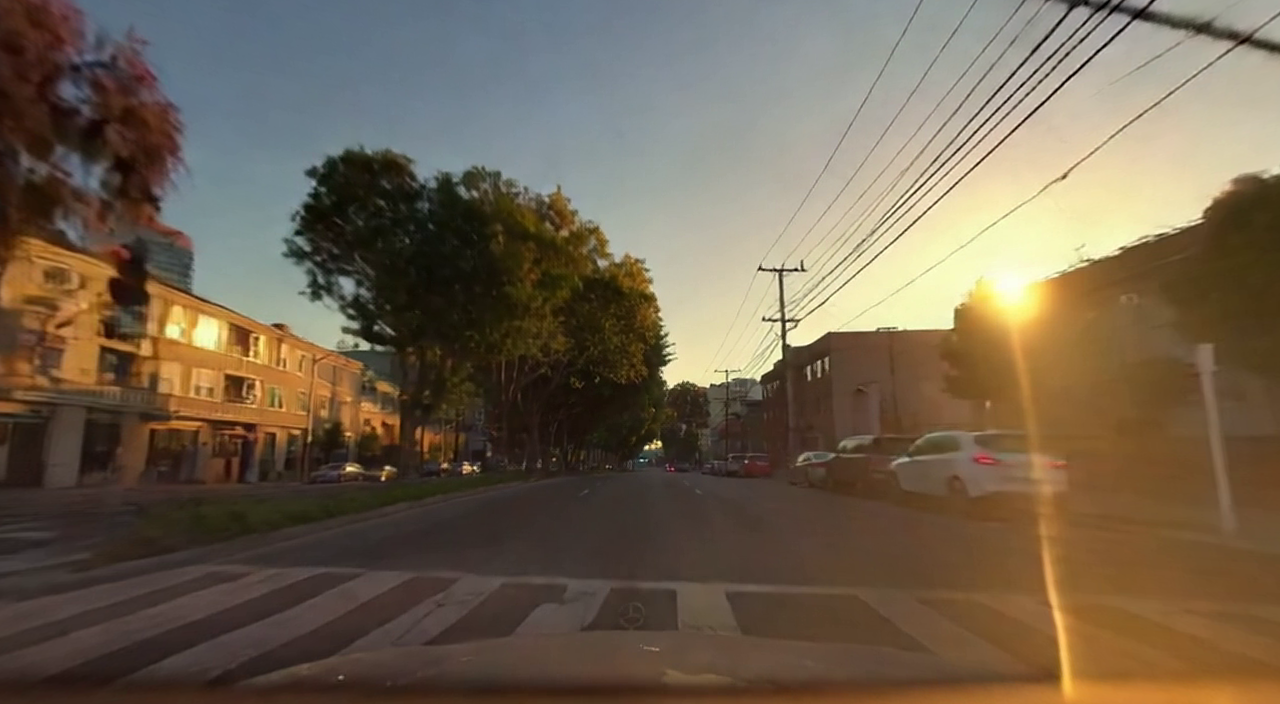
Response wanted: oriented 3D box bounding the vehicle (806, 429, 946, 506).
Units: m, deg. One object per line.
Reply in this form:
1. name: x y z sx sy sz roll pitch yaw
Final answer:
1. vehicle: 6.741 3.346 18.781 2.163 1.949 5.158 0 -8 0

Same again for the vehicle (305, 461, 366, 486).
1. vehicle: -22.201 8.853 46.139 1.966 1.595 4.719 0 -8 1

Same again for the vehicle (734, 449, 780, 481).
1. vehicle: 7.220 7.024 39.339 1.998 1.819 4.621 0 -8 0

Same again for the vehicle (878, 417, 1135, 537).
1. vehicle: 6.807 2.360 12.596 2.148 1.904 4.910 0 -8 0
